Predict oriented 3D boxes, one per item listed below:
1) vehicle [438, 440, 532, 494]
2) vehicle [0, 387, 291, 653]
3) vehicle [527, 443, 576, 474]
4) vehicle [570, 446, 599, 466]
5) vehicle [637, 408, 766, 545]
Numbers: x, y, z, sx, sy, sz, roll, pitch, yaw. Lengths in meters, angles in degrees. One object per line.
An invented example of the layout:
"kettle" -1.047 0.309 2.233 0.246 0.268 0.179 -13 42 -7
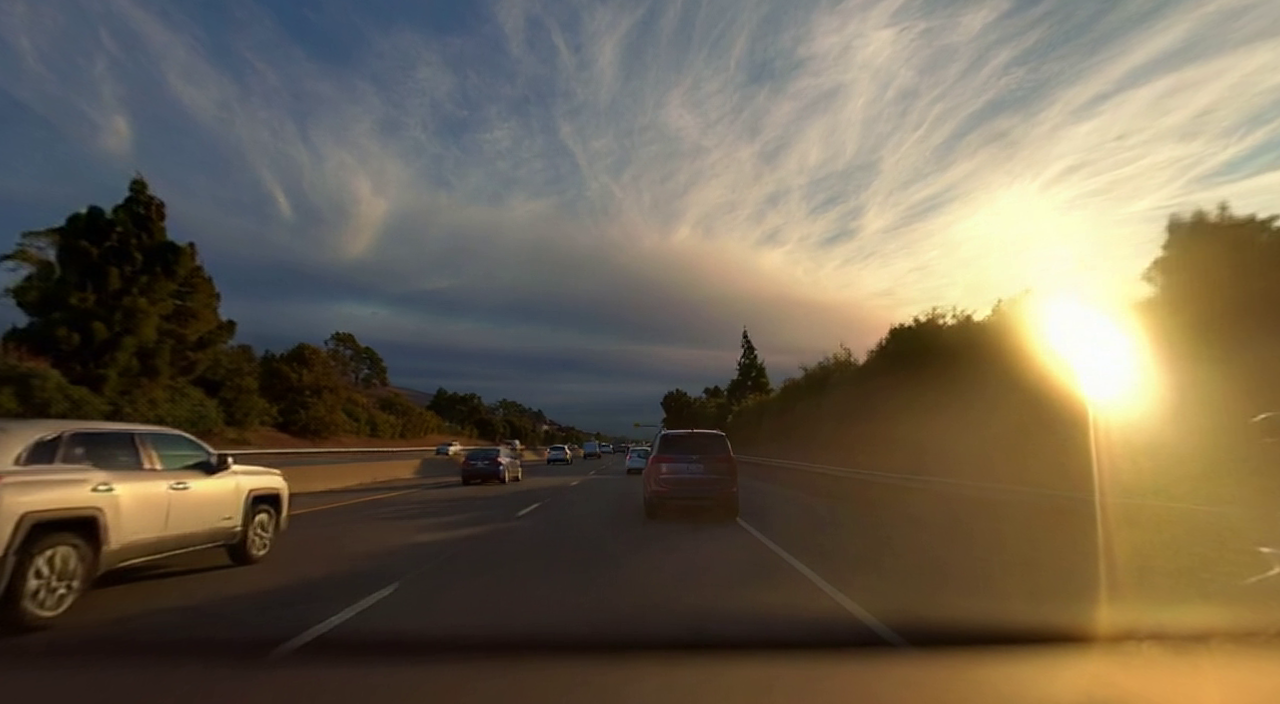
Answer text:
"vehicle" -4.678 3.527 19.626 1.867 1.489 3.829 0 -9 1
"vehicle" -4.955 1.208 4.959 1.934 1.642 4.201 0 -9 1
"vehicle" -4.629 5.624 33.585 1.855 1.527 4.209 0 -9 2
"vehicle" -4.289 8.113 49.312 1.857 1.423 3.920 0 -9 1
"vehicle" 0.865 2.072 11.009 1.825 1.920 3.960 0 -9 0
